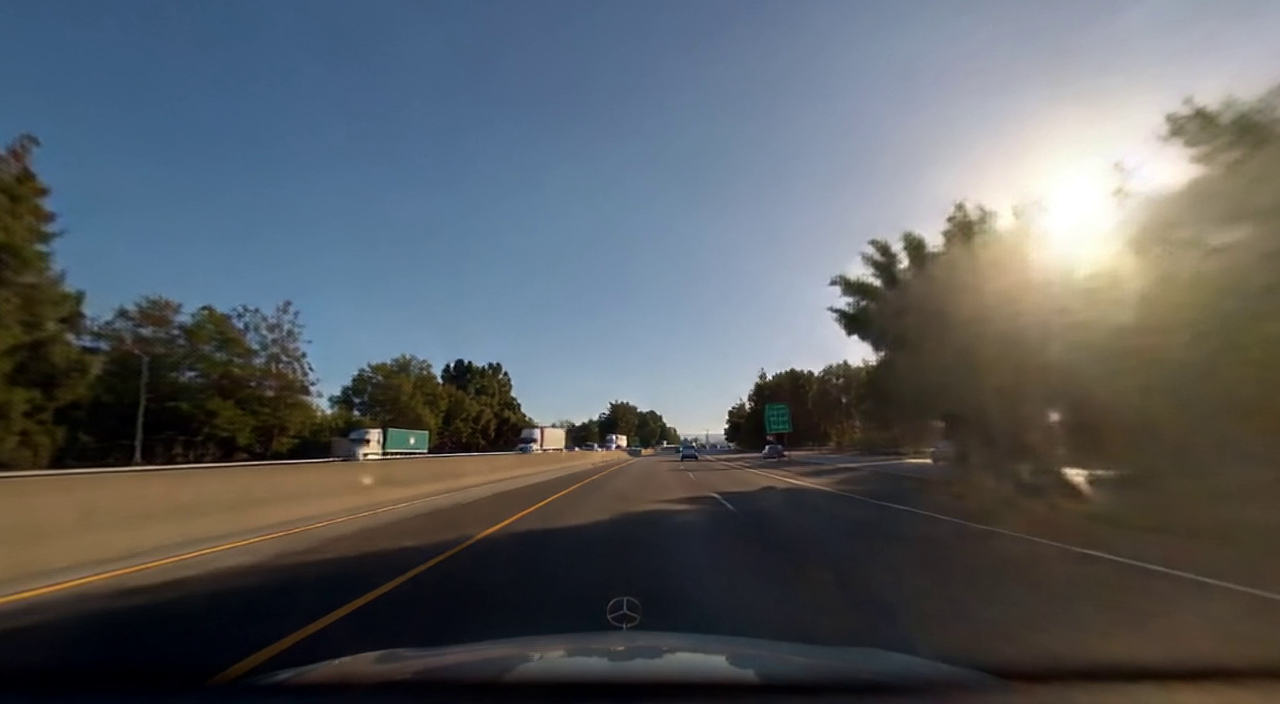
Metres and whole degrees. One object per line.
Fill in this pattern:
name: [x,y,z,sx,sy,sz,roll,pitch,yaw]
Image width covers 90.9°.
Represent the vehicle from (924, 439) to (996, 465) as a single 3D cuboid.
vehicle: [23.426,7.339,46.313,2.061,1.776,4.476,3,-9,-19]
